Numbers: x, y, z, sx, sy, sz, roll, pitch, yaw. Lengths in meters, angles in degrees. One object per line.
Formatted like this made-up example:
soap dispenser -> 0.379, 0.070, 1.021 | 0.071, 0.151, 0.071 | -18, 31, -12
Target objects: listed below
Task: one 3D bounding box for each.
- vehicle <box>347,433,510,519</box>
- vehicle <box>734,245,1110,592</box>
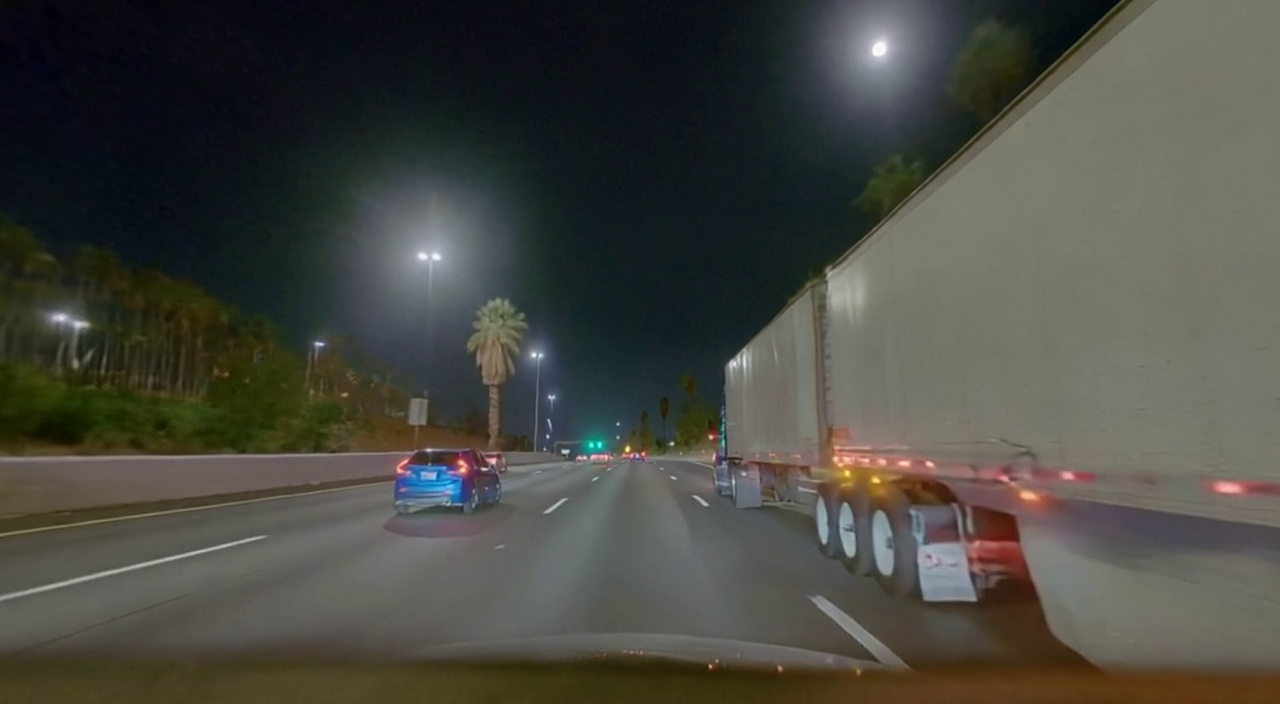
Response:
vehicle -> -4.272, 2.570, 13.571 | 2.120, 1.537, 4.139 | 0, -9, -1
vehicle -> 3.533, 1.110, 9.990 | 3.073, 3.886, 5.856 | 0, -9, -1
